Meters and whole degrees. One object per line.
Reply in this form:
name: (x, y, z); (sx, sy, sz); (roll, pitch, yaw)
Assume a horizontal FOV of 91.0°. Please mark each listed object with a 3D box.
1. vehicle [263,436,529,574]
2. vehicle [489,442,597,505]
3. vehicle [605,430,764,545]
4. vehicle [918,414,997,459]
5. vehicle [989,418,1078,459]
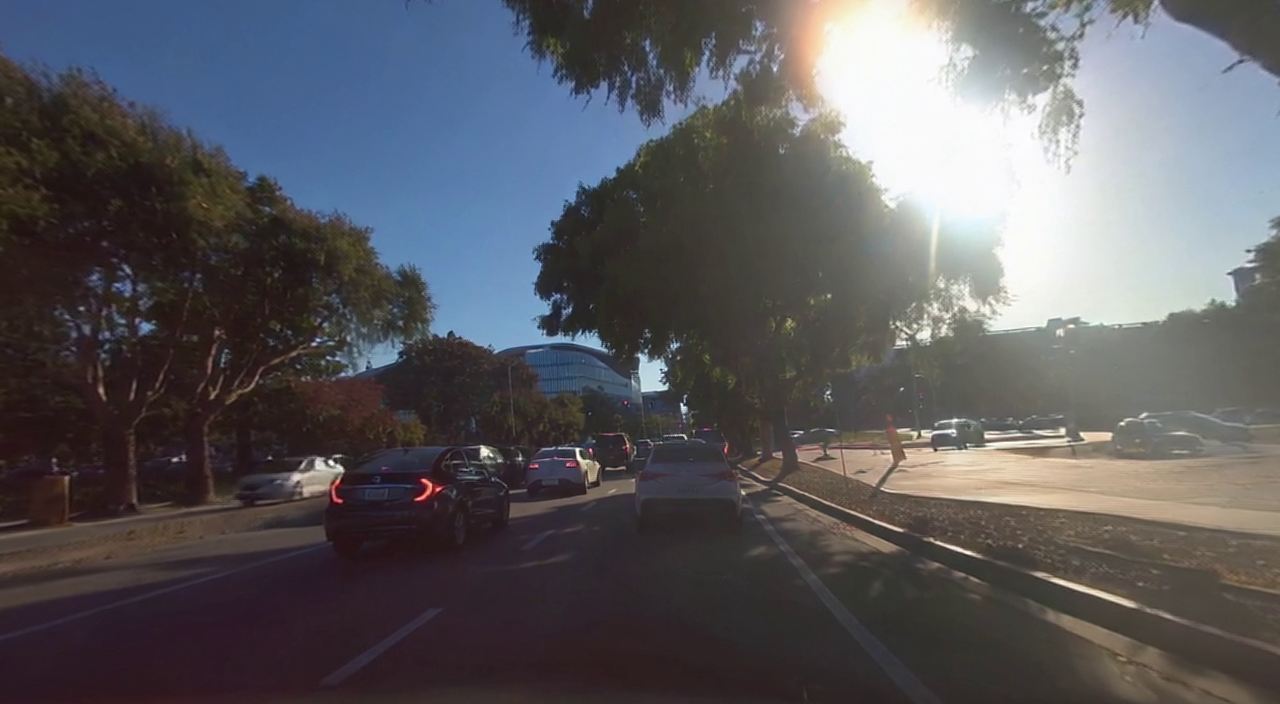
vehicle: (-3.132, 2.034, 9.227); (1.940, 1.502, 4.241); (-1, -9, 4)
vehicle: (-2.480, 3.232, 17.207); (1.870, 1.490, 4.187); (-1, -9, 6)
vehicle: (0.678, 2.149, 10.644); (2.142, 1.528, 4.133); (0, -9, 2)
vehicle: (14.934, 4.056, 29.946); (2.288, 1.933, 4.612); (-2, -9, 14)
vehicle: (18.149, 4.003, 29.254); (1.803, 1.518, 3.893); (-9, -9, 6)
